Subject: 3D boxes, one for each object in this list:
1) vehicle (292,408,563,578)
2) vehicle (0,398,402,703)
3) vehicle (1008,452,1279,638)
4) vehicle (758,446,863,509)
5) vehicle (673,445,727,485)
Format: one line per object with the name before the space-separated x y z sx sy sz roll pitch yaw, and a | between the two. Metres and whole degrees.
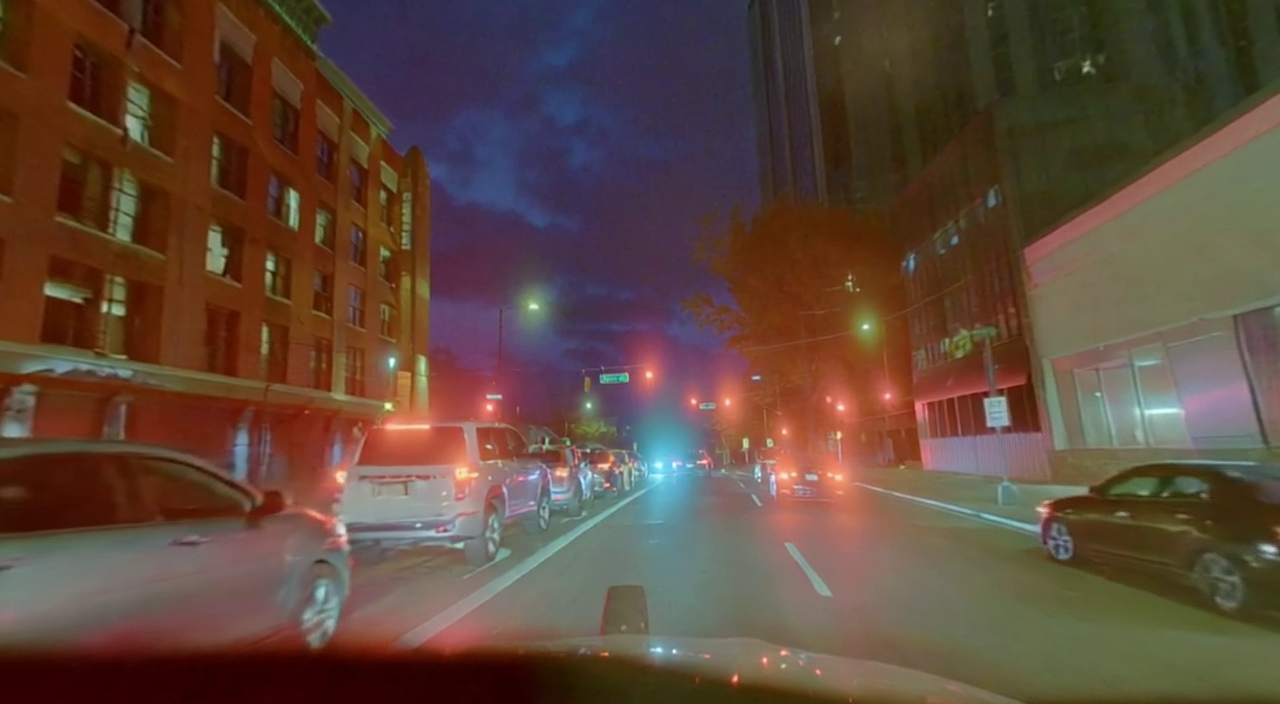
vehicle | -2.600 1.864 9.096 2.043 1.819 4.294 0 -9 6
vehicle | -2.986 0.992 2.541 2.214 1.496 4.648 0 -9 0
vehicle | 6.242 1.854 6.950 1.956 1.446 4.537 0 -9 5
vehicle | 4.510 3.370 17.423 2.150 1.464 4.467 -1 -9 7
vehicle | 2.566 4.754 26.682 2.102 1.521 4.078 0 -9 6
